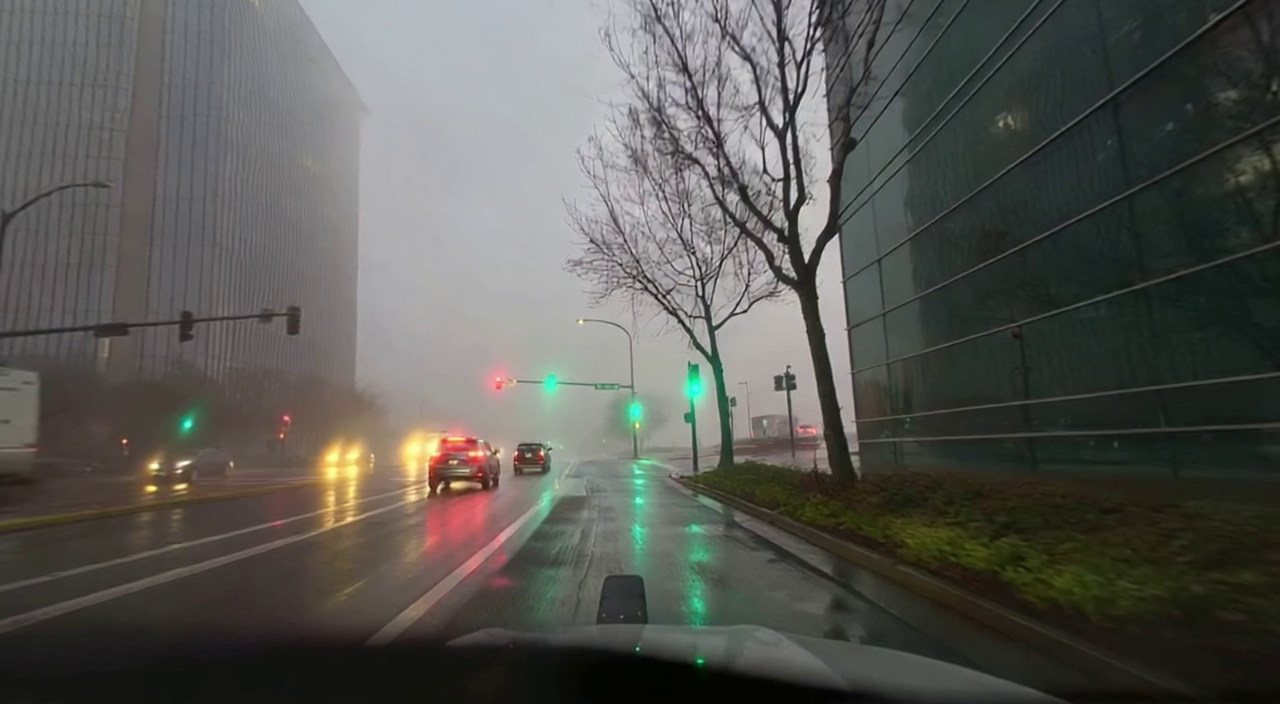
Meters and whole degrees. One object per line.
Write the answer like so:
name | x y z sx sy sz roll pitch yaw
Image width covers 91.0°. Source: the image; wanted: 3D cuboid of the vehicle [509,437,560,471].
vehicle | -6.200 6.083 37.627 2.384 1.849 5.009 1 -9 -2

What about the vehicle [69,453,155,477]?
vehicle | -41.545 8.864 49.612 4.760 1.526 2.108 -1 -7 -5

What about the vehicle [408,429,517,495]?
vehicle | -5.249 3.321 19.335 2.169 1.741 4.588 1 -9 -3
